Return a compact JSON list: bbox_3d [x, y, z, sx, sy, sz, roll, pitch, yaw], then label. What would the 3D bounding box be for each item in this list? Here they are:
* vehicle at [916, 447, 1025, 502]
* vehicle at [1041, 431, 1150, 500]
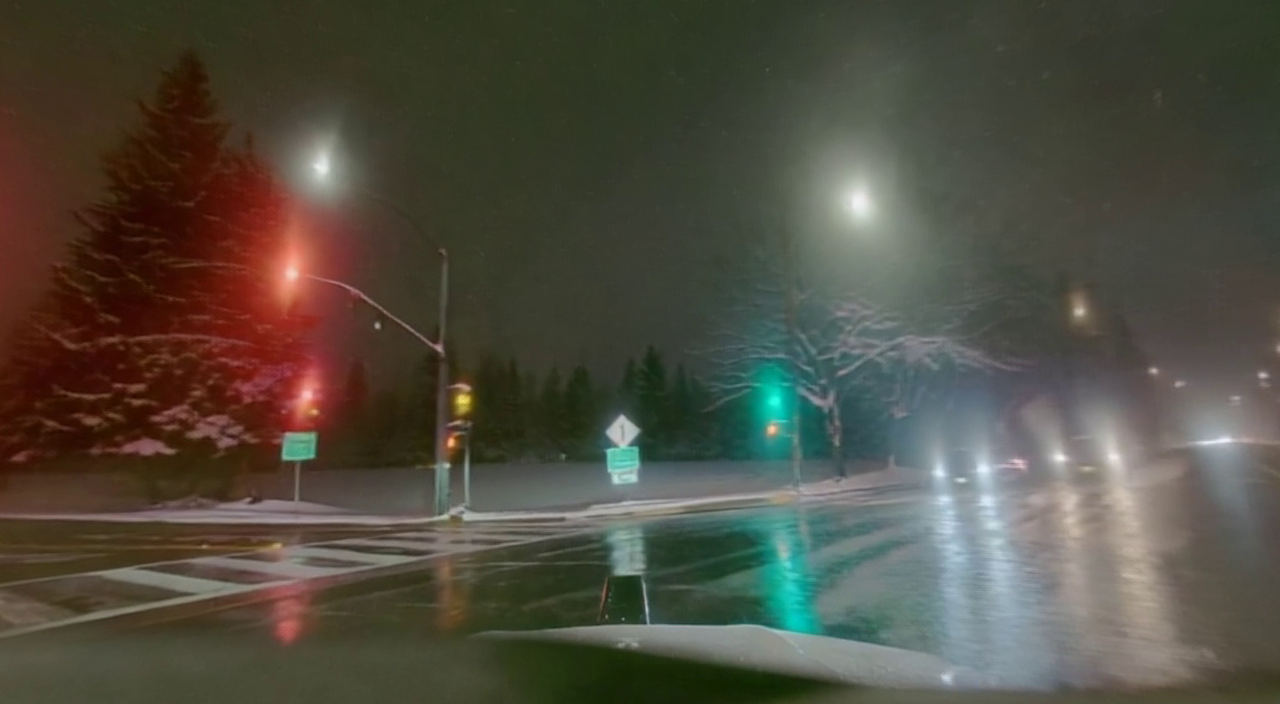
[{"bbox_3d":[10.430,3.765,19.669,2.029,1.504,4.293,-8,-12,39],"label":"vehicle"},{"bbox_3d":[13.179,3.225,18.052,2.090,1.697,4.341,-8,-12,39],"label":"vehicle"}]
